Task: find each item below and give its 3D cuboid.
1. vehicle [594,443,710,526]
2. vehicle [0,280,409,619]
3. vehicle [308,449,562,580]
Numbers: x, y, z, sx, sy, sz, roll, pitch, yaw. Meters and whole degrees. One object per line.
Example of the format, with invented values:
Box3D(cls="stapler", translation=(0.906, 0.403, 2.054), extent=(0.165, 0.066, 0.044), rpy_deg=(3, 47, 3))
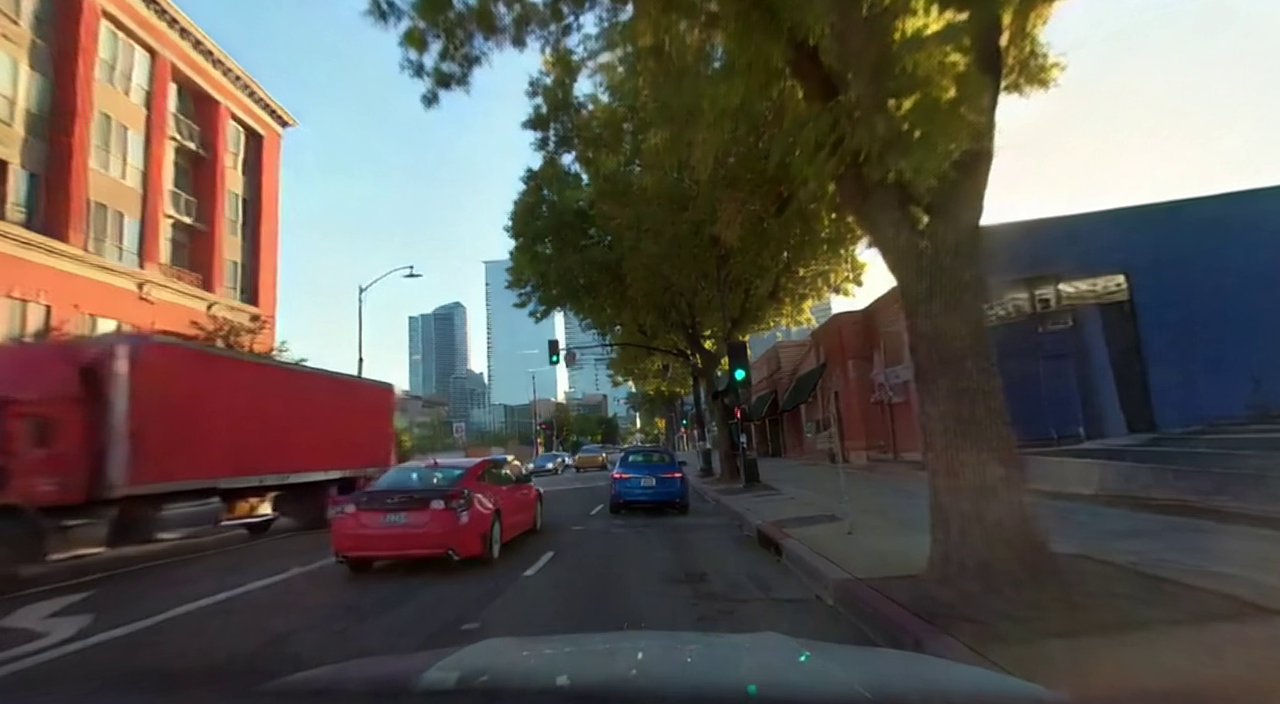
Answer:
Box3D(cls="vehicle", translation=(0.229, 2.683, 13.381), extent=(2.094, 1.478, 3.922), rpy_deg=(0, -8, 1))
Box3D(cls="vehicle", translation=(-8.632, 1.930, 13.136), extent=(2.986, 3.933, 11.600), rpy_deg=(0, -8, 1))
Box3D(cls="vehicle", translation=(-2.639, 2.223, 9.629), extent=(2.099, 1.424, 4.843), rpy_deg=(0, -8, 2))
